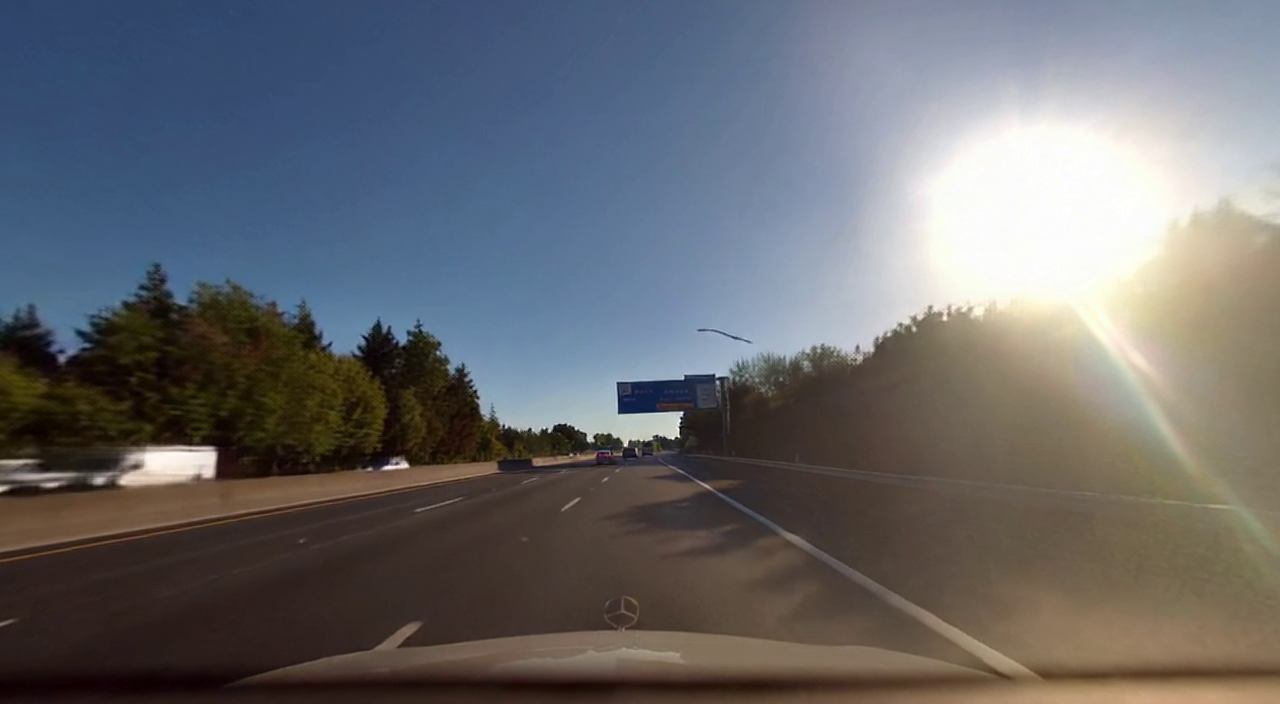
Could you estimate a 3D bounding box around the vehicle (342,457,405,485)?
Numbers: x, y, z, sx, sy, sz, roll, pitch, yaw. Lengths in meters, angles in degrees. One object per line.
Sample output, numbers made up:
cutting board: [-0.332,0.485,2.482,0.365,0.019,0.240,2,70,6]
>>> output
vehicle: [-15.409,6.919,36.518,1.879,1.459,3.901,0,-9,1]

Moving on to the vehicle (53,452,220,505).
vehicle: [-19.383,4.837,24.557,2.088,1.792,5.243,0,-9,1]
